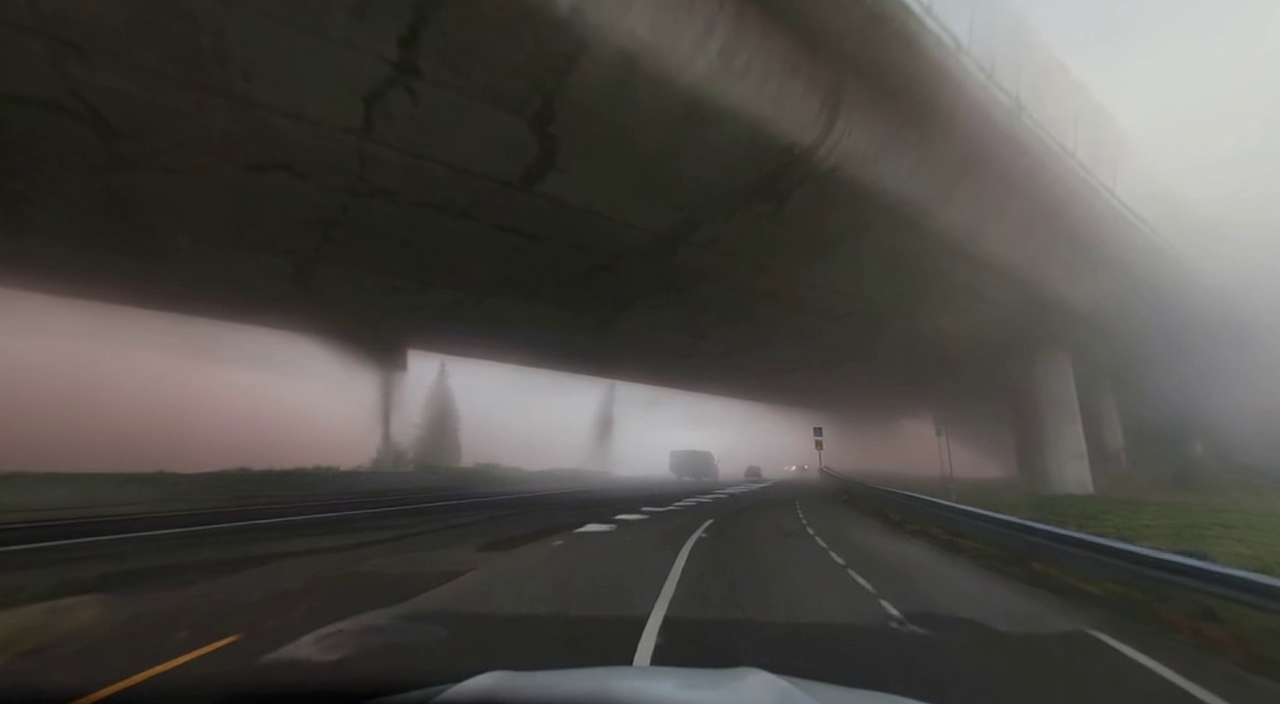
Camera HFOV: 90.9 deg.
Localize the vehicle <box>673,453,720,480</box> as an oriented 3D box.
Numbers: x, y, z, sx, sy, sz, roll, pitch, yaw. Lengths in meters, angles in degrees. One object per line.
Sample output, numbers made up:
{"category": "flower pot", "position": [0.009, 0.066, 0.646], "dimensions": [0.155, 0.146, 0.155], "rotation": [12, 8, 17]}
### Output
{"category": "vehicle", "position": [3.304, 6.516, 36.144], "dimensions": [1.940, 1.444, 4.024], "rotation": [-3, -9, 16]}
